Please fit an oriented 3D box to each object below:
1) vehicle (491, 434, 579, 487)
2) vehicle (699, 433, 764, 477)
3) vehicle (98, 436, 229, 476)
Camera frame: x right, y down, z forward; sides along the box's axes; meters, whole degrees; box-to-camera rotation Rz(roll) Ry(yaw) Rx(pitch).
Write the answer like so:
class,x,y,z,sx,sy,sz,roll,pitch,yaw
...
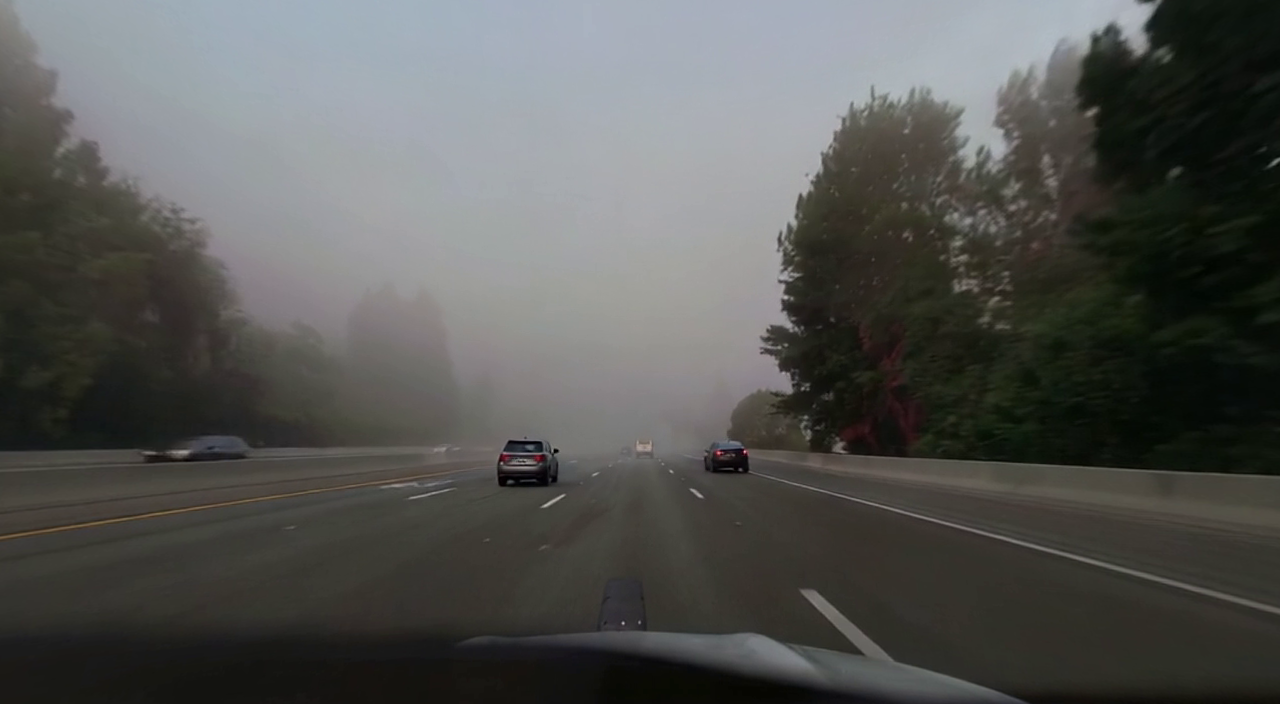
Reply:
class,x,y,z,sx,sy,sz,roll,pitch,yaw
vehicle,-3.464,3.687,21.646,2.166,1.608,4.297,0,-8,2
vehicle,3.945,4.541,27.872,2.149,1.796,4.487,0,-8,-1
vehicle,-21.210,4.659,28.294,2.026,1.632,4.827,0,-8,1
